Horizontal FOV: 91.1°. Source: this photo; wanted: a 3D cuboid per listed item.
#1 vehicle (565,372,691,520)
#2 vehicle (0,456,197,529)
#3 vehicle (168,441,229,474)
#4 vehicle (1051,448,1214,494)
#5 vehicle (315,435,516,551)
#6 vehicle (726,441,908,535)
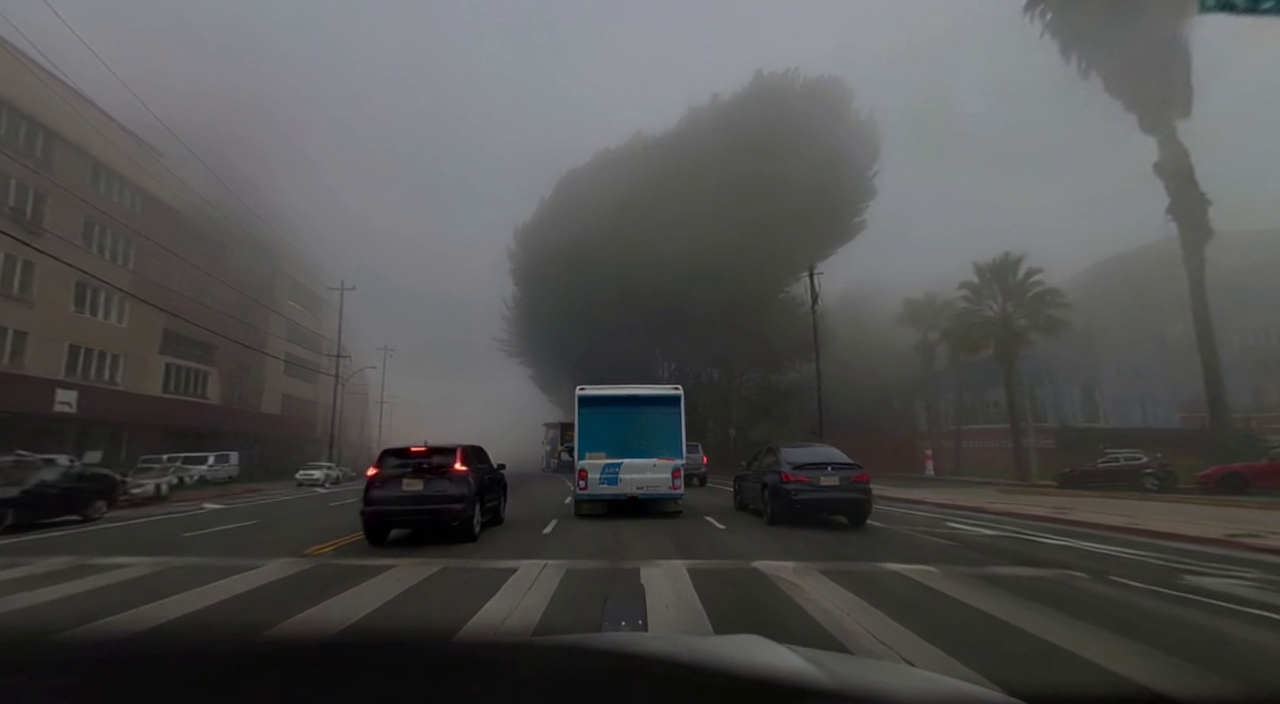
[{"bbox_3d":[-0.564,2.317,15.708,2.517,2.926,6.177,1,-8,-6],"label":"vehicle"},{"bbox_3d":[-13.959,3.481,16.117,1.931,1.484,4.519,0,-8,-1],"label":"vehicle"},{"bbox_3d":[-27.244,6.480,38.888,1.981,1.887,4.441,3,-9,-21],"label":"vehicle"},{"bbox_3d":[19.275,4.615,24.861,1.942,1.583,4.579,3,-9,-23],"label":"vehicle"},{"bbox_3d":[-3.503,2.247,10.827,2.033,1.555,4.408,0,-8,-3],"label":"vehicle"},{"bbox_3d":[3.241,2.569,12.699,1.978,1.507,4.636,0,-8,-5],"label":"vehicle"}]
